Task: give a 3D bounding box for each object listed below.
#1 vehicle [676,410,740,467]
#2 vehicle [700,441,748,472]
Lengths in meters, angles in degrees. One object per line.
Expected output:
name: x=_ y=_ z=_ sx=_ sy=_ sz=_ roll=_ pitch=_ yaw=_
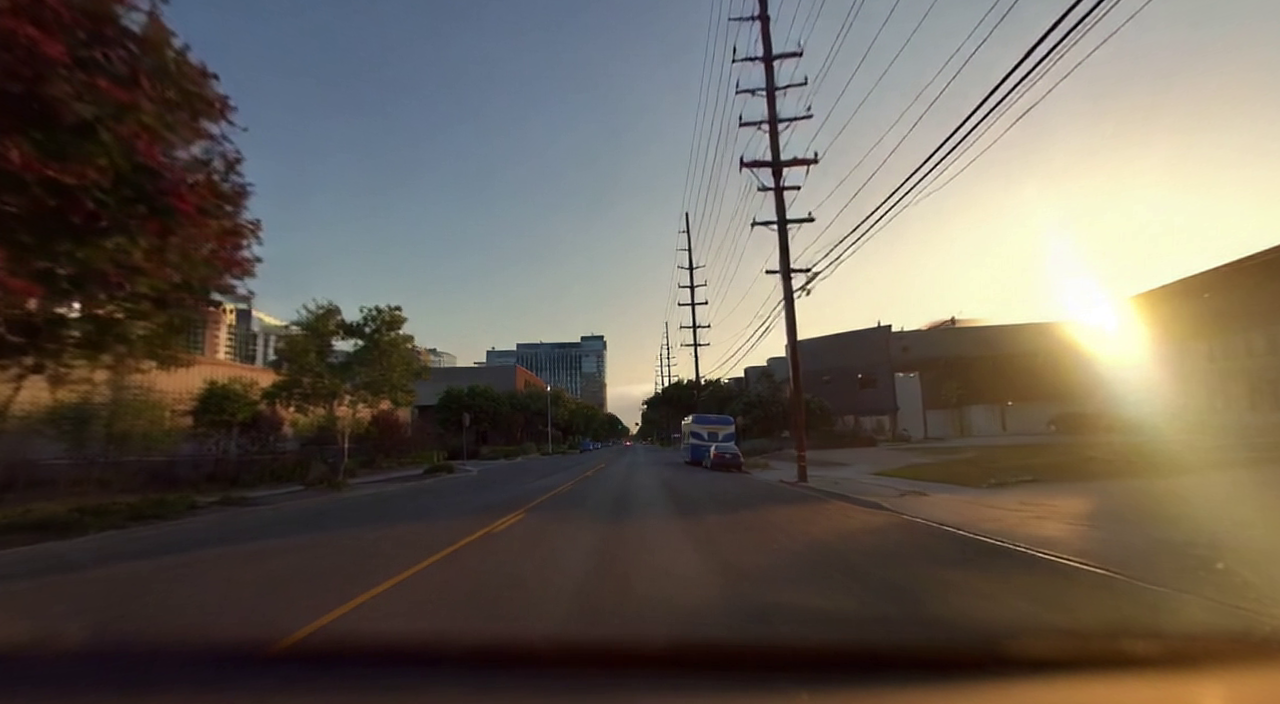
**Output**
vehicle: x=4.169 y=5.610 z=40.816 sx=3.110 sy=3.241 sz=8.788 roll=0 pitch=-8 yaw=0
vehicle: x=4.345 y=5.469 z=33.320 sx=1.852 sy=1.497 sz=3.672 roll=-2 pitch=-8 yaw=-2
